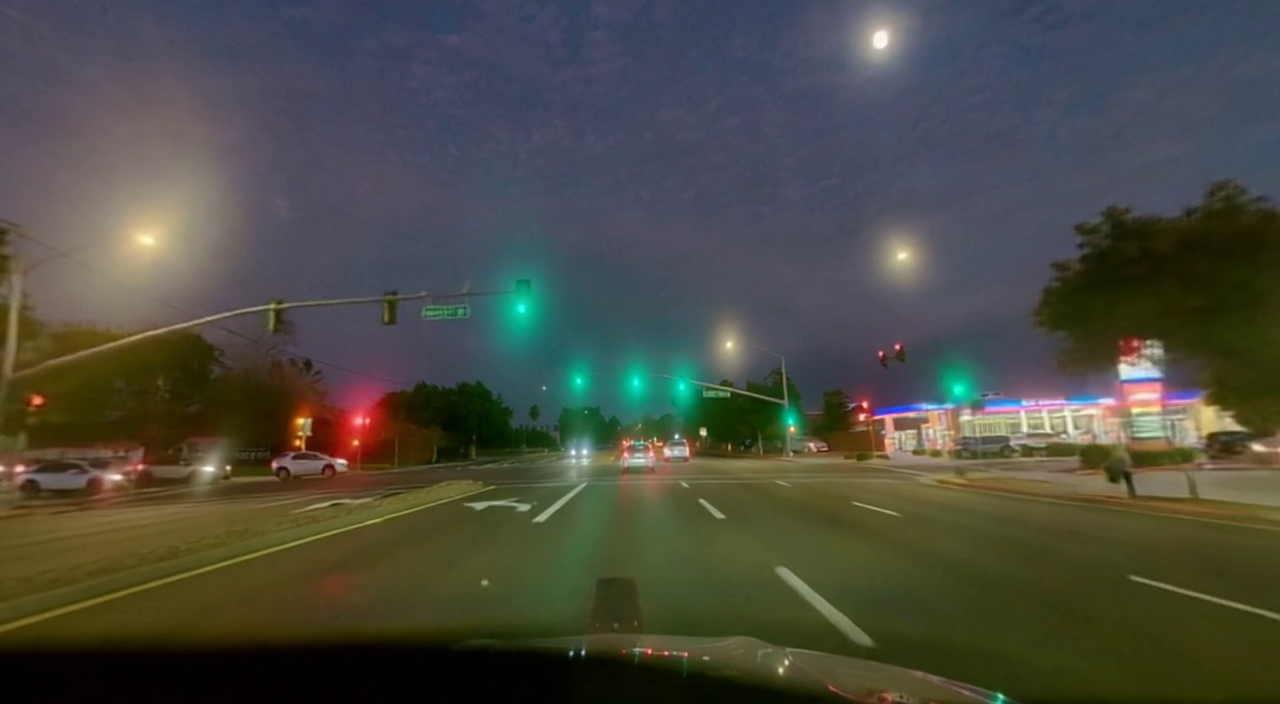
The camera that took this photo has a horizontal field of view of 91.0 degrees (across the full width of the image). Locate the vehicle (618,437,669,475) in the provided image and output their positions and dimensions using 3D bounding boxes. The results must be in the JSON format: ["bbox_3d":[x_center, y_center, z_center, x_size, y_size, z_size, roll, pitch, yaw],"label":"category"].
[{"bbox_3d":[0.134,4.685,28.492,2.145,1.572,4.021,0,-9,0],"label":"vehicle"}]

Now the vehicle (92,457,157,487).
[{"bbox_3d":[-28.614,6.597,34.873,4.436,1.464,1.999,-8,-11,41],"label":"vehicle"}]

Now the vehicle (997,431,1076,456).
[{"bbox_3d":[29.858,6.920,47.527,1.958,1.759,4.517,7,-11,-39],"label":"vehicle"}]

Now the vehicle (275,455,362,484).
[{"bbox_3d":[-18.839,6.870,37.291,2.311,1.485,5.817,0,-8,-2],"label":"vehicle"}]

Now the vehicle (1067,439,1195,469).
[{"bbox_3d":[24.842,5.168,31.971,4.788,1.481,1.959,0,-9,2],"label":"vehicle"}]

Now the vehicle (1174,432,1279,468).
[{"bbox_3d":[30.344,4.969,31.957,4.551,1.707,1.937,0,-9,3],"label":"vehicle"}]

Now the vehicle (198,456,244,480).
[{"bbox_3d":[-28.199,7.751,42.308,1.953,1.415,4.553,7,-11,-40],"label":"vehicle"}]

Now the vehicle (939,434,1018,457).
[{"bbox_3d":[25.869,7.158,48.250,1.941,1.641,4.829,7,-11,-39],"label":"vehicle"}]

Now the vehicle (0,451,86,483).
[{"bbox_3d":[-34.917,6.524,35.878,4.532,1.701,2.214,0,-9,2],"label":"vehicle"}]

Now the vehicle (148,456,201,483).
[{"bbox_3d":[-28.432,7.126,38.343,2.022,1.455,4.478,8,-11,-42],"label":"vehicle"}]
